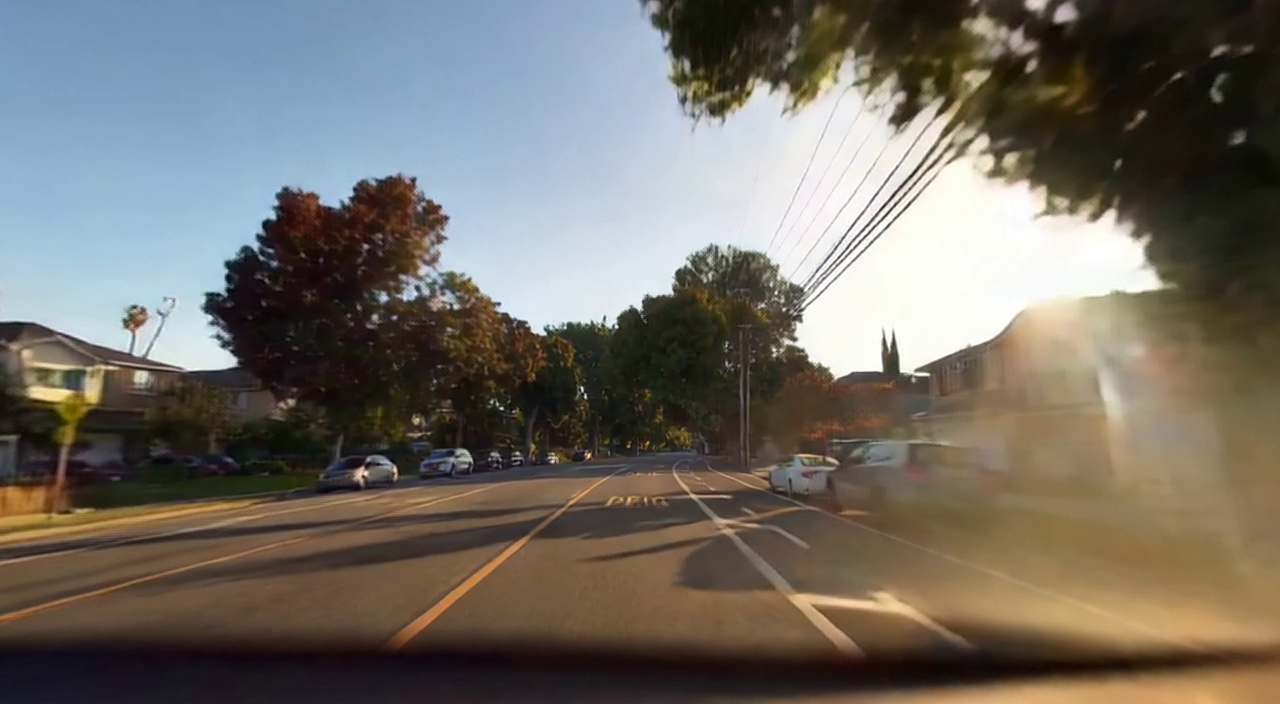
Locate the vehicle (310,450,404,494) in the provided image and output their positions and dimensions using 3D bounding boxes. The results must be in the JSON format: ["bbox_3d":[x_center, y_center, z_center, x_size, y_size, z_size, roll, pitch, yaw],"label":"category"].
[{"bbox_3d":[-12.029,5.120,27.127,1.907,1.612,4.594,-3,-10,0],"label":"vehicle"}]

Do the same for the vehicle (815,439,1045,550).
[{"bbox_3d":[5.149,2.565,12.221,2.009,1.649,5.156,0,-9,0],"label":"vehicle"}]

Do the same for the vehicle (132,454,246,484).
[{"bbox_3d":[-23.193,6.012,32.513,4.326,1.468,2.025,0,-9,1],"label":"vehicle"}]

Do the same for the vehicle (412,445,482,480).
[{"bbox_3d":[-11.543,6.665,38.196,2.225,1.887,5.672,-3,-9,3],"label":"vehicle"}]
